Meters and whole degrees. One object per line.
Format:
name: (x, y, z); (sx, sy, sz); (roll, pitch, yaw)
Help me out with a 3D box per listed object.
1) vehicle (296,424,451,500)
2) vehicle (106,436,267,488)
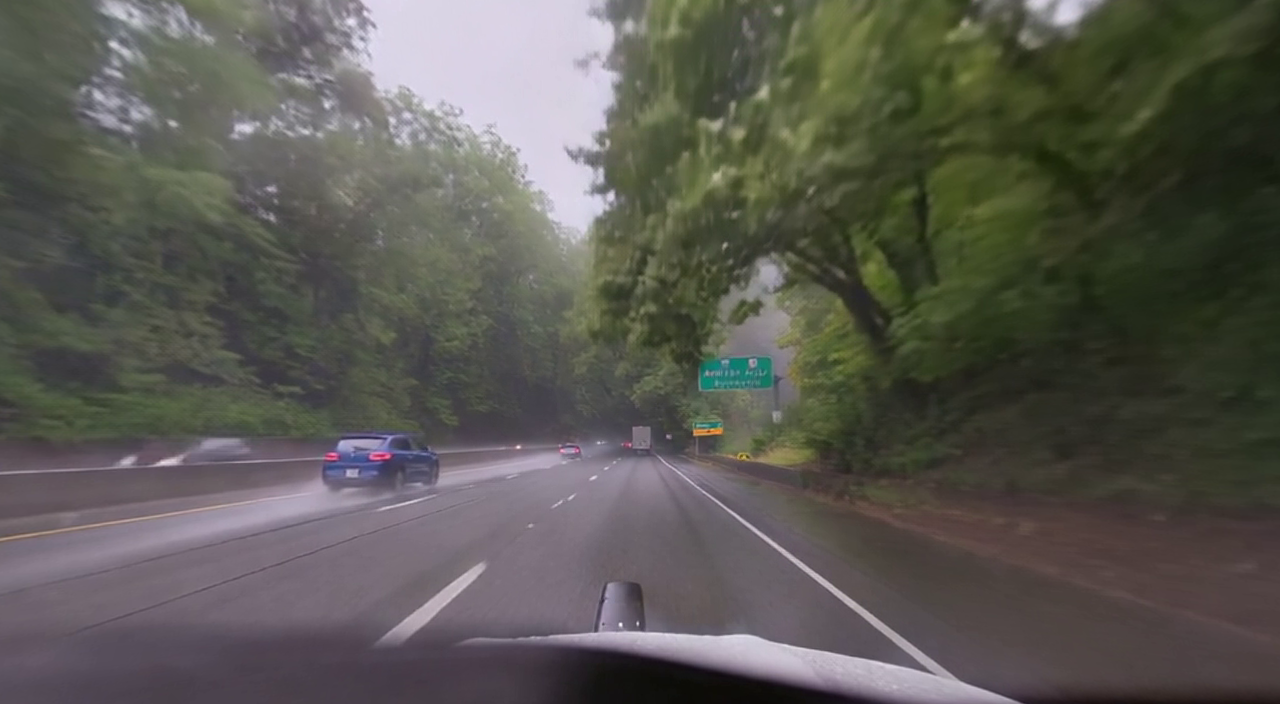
vehicle: (-7.170, 3.013, 17.652); (2.253, 1.815, 4.618); (0, -9, 1)
vehicle: (-17.725, 4.311, 25.122); (2.195, 1.799, 5.589); (0, -9, 1)
